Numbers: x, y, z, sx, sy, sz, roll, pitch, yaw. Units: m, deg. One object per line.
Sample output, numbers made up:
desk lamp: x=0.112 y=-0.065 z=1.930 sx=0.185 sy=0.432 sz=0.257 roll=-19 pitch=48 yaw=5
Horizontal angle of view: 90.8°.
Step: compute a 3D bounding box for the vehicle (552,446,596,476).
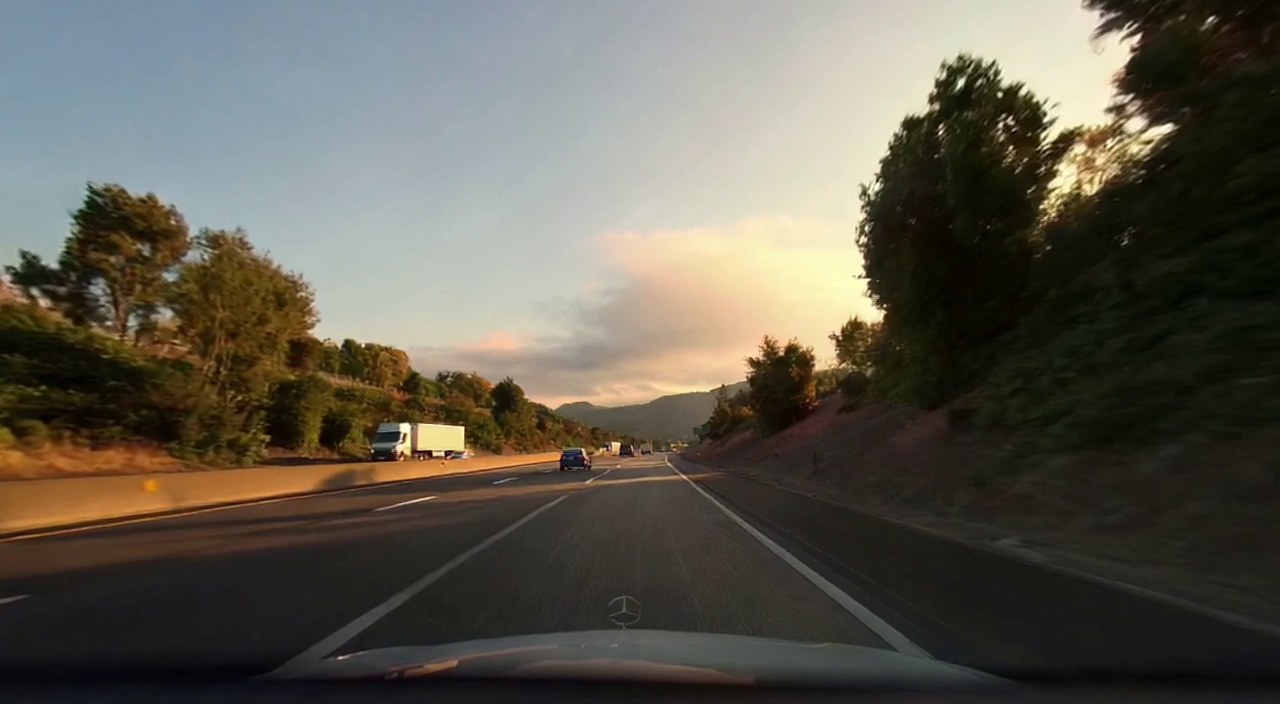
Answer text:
vehicle: x=-3.444 y=5.788 z=33.715 sx=1.858 sy=1.459 sz=4.091 roll=0 pitch=-9 yaw=1
